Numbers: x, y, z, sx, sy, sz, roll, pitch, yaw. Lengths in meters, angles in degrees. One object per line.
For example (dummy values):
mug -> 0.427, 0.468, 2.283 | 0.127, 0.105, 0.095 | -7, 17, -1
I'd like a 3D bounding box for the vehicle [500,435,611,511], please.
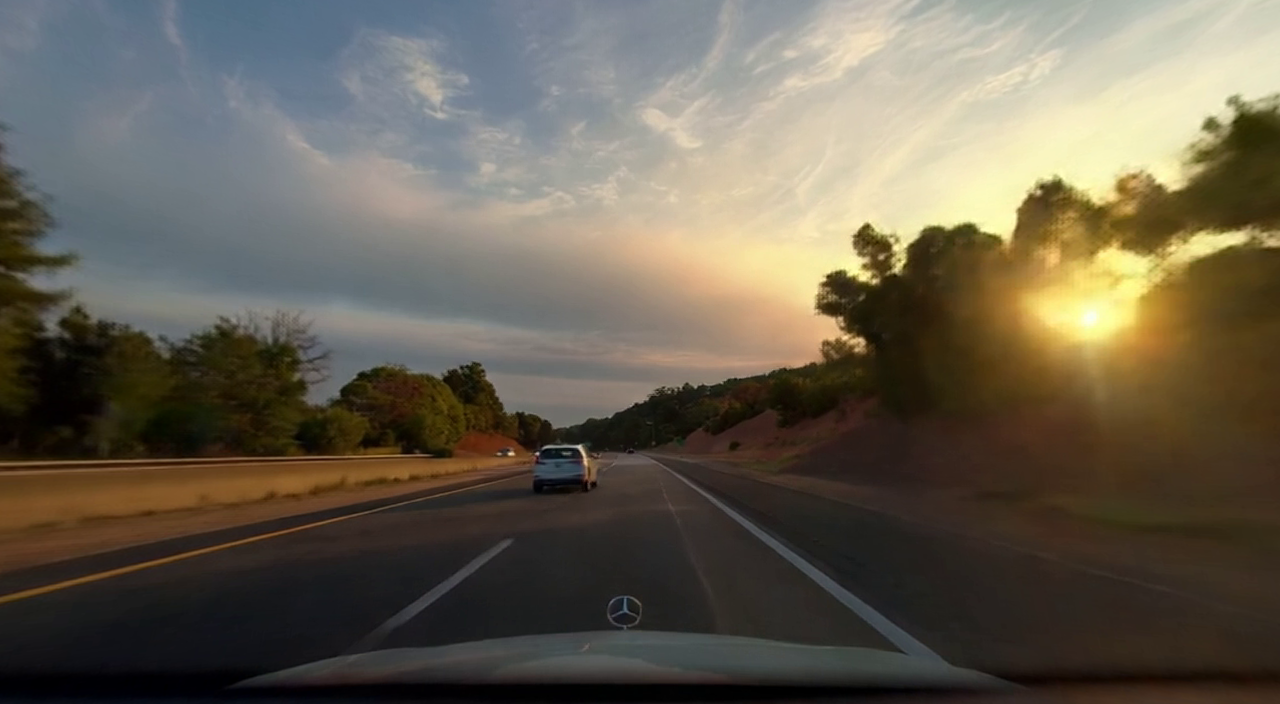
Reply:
vehicle -> -2.011, 3.067, 16.482 | 2.135, 1.686, 4.517 | -1, -9, 2
